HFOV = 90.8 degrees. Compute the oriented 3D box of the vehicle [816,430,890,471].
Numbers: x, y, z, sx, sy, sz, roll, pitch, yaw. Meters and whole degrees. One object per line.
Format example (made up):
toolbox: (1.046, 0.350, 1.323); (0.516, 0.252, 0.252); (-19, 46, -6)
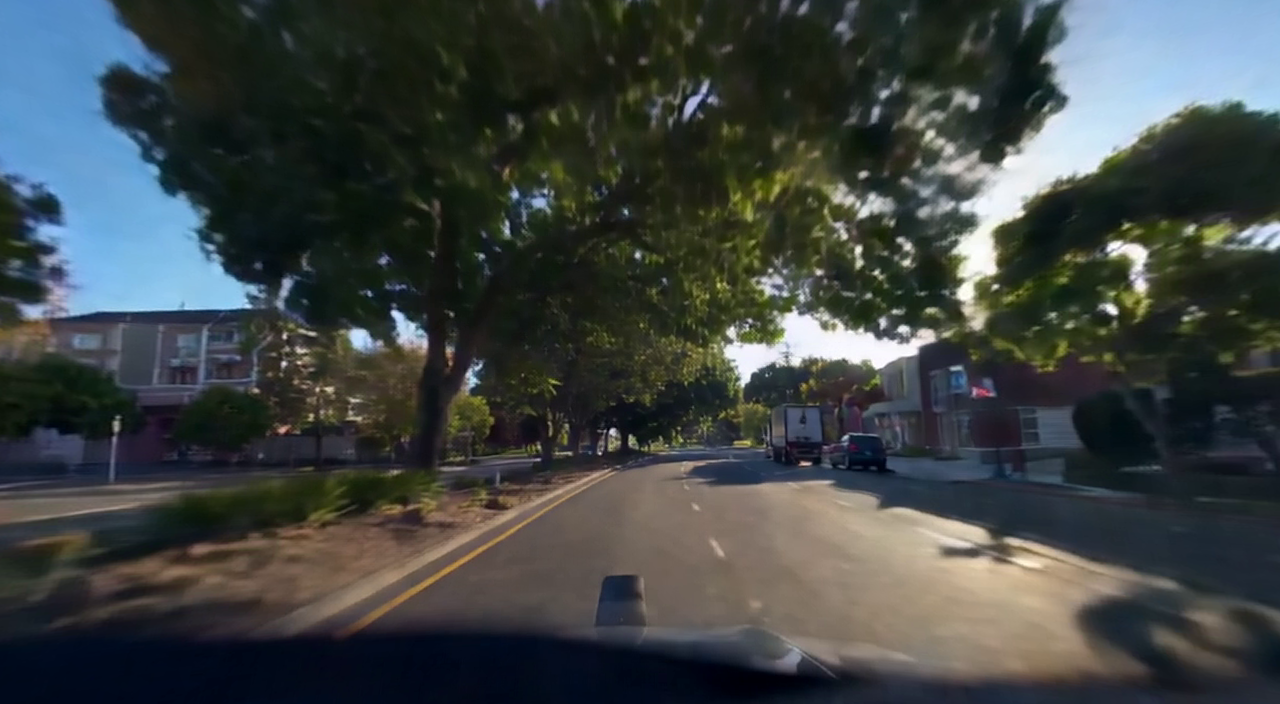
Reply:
vehicle: (10.982, 5.154, 33.114); (2.200, 1.944, 5.935); (-1, -8, 4)
